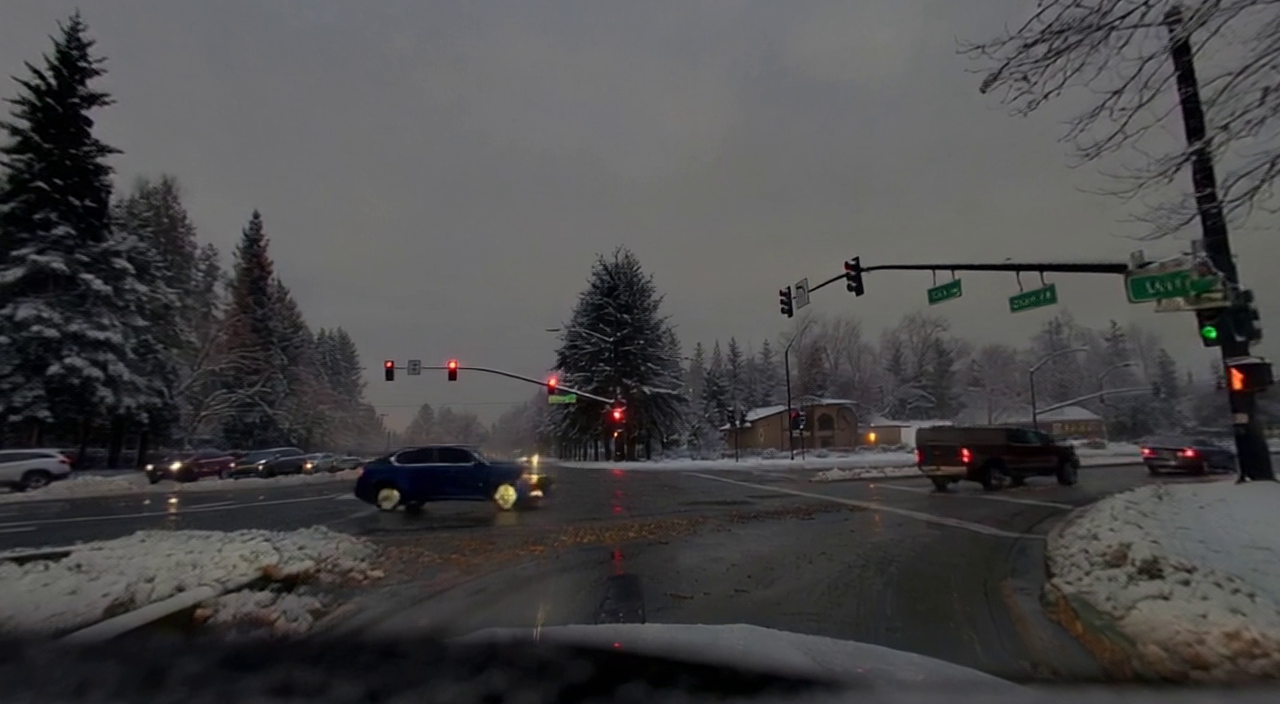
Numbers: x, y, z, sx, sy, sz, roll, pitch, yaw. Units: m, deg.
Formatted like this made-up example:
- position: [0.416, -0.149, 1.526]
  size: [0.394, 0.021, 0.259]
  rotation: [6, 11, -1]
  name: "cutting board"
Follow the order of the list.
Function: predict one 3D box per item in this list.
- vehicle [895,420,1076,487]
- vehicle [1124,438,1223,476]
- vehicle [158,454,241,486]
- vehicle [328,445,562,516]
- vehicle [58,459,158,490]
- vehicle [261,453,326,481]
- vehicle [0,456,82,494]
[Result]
- position: [11.415, 3.297, 20.758]
  size: [5.896, 1.937, 2.358]
  rotation: [5, -10, -30]
  name: "vehicle"
- position: [22.487, 4.382, 26.556]
  size: [4.728, 1.471, 1.957]
  rotation: [6, -11, -36]
  name: "vehicle"
- position: [-25.122, 6.699, 36.269]
  size: [2.081, 1.670, 4.376]
  rotation: [1, -9, -8]
  name: "vehicle"
- position: [-4.361, 2.895, 14.589]
  size: [4.702, 1.468, 1.999]
  rotation: [-1, -9, 8]
  name: "vehicle"
- position: [-28.547, 6.547, 34.116]
  size: [1.965, 1.448, 4.553]
  rotation: [1, -9, -9]
  name: "vehicle"
- position: [-21.790, 7.227, 39.974]
  size: [2.020, 1.615, 4.656]
  rotation: [1, -9, -8]
  name: "vehicle"
- position: [-31.334, 6.170, 32.072]
  size: [2.142, 1.723, 4.692]
  rotation: [1, -9, -9]
  name: "vehicle"
